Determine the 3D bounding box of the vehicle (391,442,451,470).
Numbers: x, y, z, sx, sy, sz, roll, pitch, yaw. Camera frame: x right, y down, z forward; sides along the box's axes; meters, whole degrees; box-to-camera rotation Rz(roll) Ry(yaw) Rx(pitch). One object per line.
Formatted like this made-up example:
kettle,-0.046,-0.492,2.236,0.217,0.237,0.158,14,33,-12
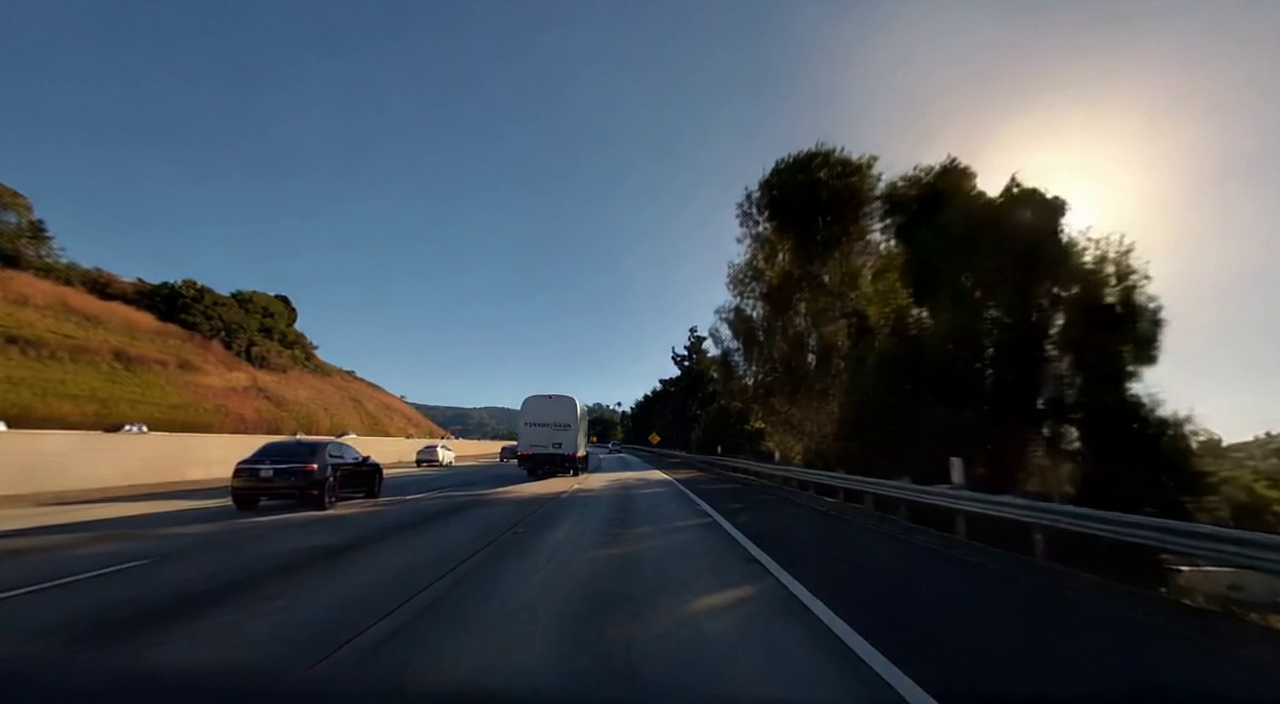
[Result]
vehicle,-12.278,5.870,35.593,1.868,1.454,4.290,1,-9,-1

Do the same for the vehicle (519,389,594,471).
vehicle,-4.637,4.917,38.287,2.880,4.025,14.064,1,-9,-1

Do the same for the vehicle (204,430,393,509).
vehicle,-8.178,2.846,15.753,2.099,1.644,4.638,1,-9,0
